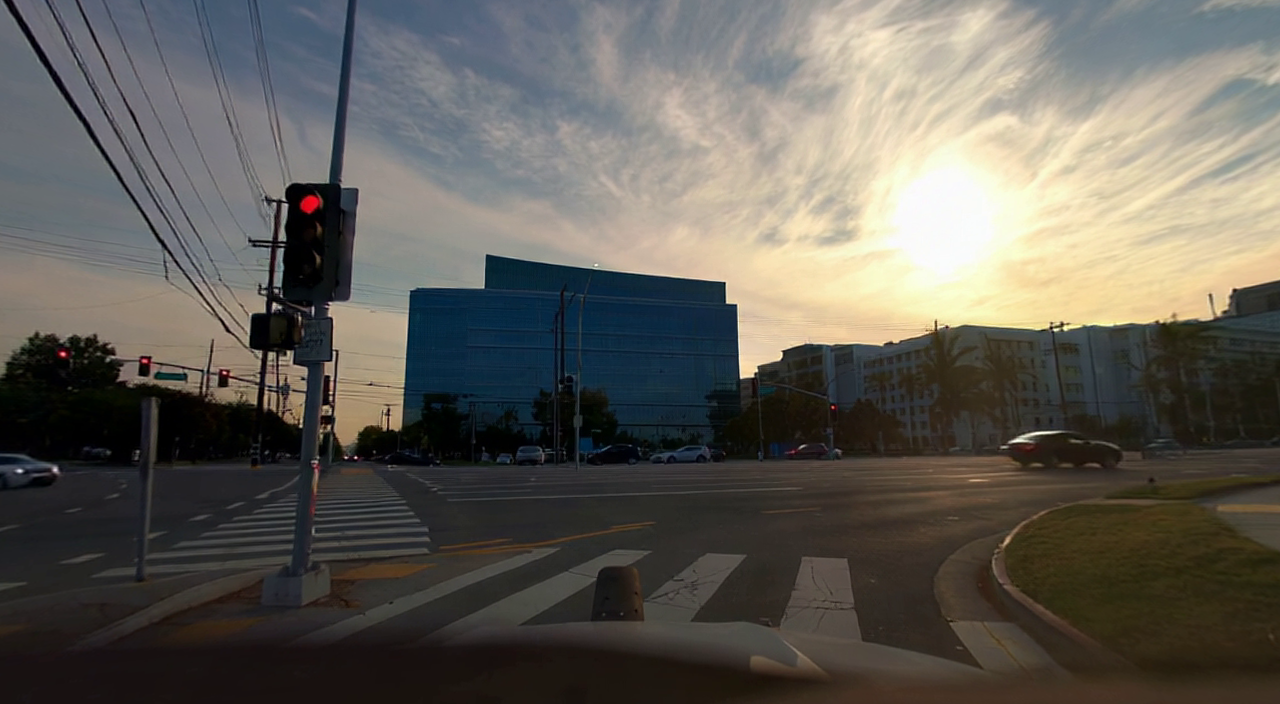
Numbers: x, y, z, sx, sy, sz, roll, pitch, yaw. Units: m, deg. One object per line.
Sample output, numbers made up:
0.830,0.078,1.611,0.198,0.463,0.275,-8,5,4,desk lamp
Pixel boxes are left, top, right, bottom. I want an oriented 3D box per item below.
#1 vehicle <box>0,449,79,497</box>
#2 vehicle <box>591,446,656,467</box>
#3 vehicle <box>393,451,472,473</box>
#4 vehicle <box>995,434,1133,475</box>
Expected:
-21.427,4.009,21.315,4.799,1.438,1.899,-4,-9,26,vehicle
-1.157,7.546,45.813,4.391,1.451,1.717,4,-9,-25,vehicle
-14.133,7.444,42.982,4.837,1.407,1.818,4,-9,-26,vehicle
16.793,4.045,25.050,4.700,1.479,2.095,3,-9,-21,vehicle
